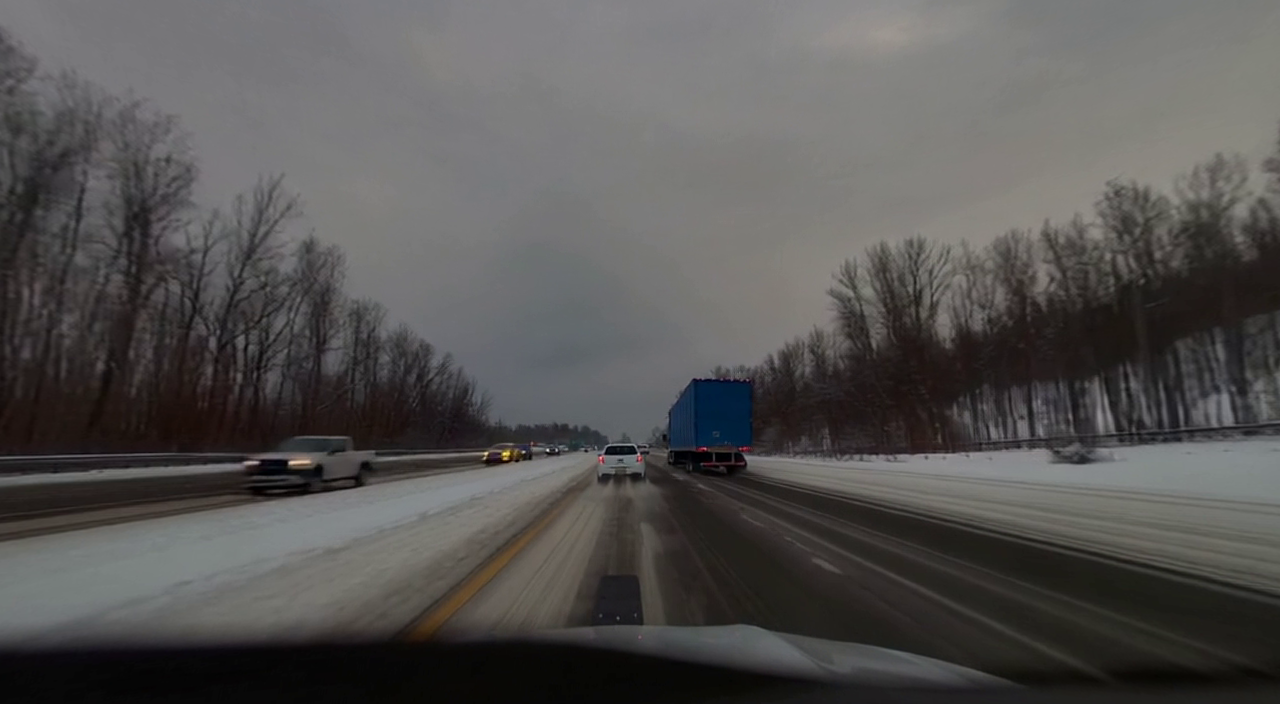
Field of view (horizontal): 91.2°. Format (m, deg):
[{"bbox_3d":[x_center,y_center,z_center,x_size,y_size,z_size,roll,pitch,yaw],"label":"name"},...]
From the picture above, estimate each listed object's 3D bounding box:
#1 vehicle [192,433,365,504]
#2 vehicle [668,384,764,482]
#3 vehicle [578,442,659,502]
[{"bbox_3d":[-8.956,2.928,16.059,1.920,1.541,4.248,-1,-9,0],"label":"vehicle"},{"bbox_3d":[3.440,4.462,33.089,2.900,4.013,14.455,0,-9,-1],"label":"vehicle"},{"bbox_3d":[-0.591,3.437,18.283,2.099,1.506,4.097,-1,-9,-1],"label":"vehicle"}]
